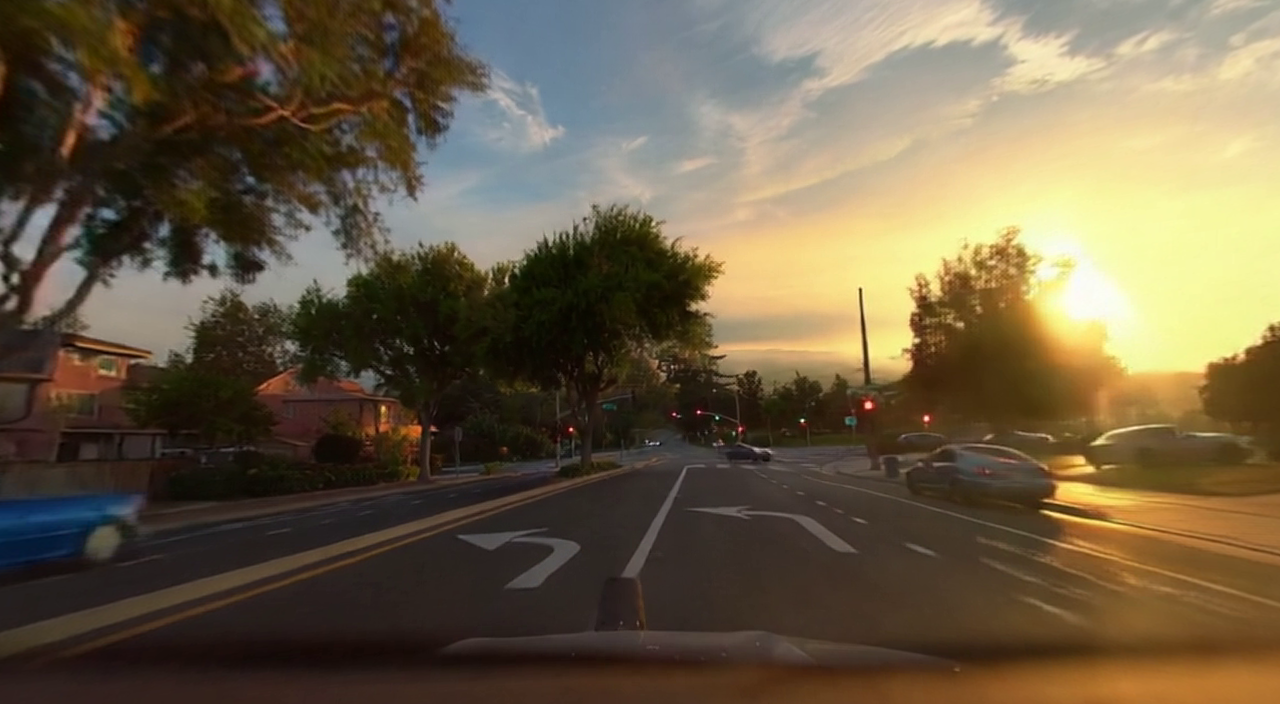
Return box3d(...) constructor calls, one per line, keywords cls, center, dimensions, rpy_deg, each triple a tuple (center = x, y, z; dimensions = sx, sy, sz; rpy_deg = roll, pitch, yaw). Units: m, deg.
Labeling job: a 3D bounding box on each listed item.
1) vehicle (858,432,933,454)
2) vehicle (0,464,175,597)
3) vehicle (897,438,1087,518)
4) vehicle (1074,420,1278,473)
box3d(cls="vehicle", center=(18.896, 6.751, 46.875), dimensions=(4.702, 1.595, 1.986), rpy_deg=(-1, -9, 5))
box3d(cls="vehicle", center=(-8.670, 2.136, 7.425), dimensions=(2.067, 1.491, 4.807), rpy_deg=(-2, -9, 16))
box3d(cls="vehicle", center=(7.412, 2.664, 13.922), dimensions=(1.917, 1.440, 4.335), rpy_deg=(0, -9, 4))
box3d(cls="vehicle", center=(15.904, 2.838, 18.988), dimensions=(4.164, 1.470, 1.921), rpy_deg=(-1, -9, 7))
